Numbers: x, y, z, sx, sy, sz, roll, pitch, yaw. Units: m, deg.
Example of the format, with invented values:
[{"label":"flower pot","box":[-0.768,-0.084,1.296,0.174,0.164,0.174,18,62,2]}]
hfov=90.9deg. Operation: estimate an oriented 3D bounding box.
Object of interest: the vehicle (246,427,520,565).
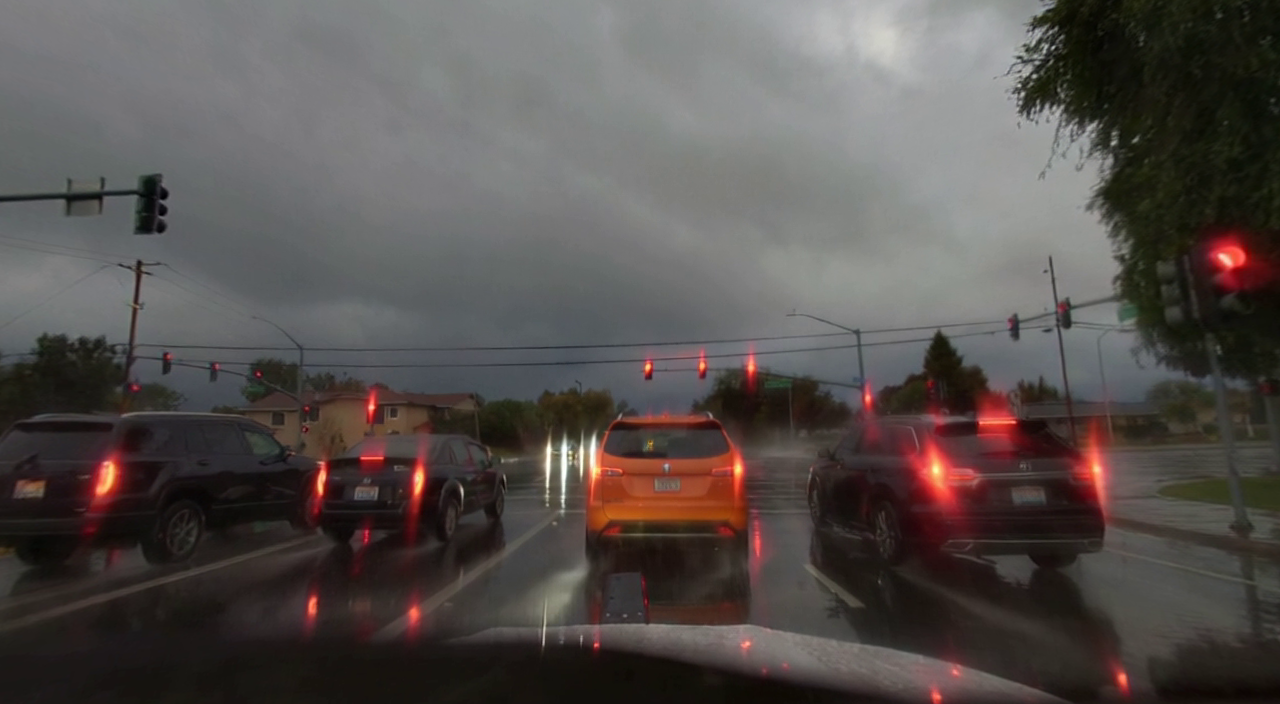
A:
[{"label":"vehicle","box":[-3.236,1.887,9.104,1.885,1.475,4.359,-1,-8,4]}]

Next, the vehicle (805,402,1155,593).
[{"label":"vehicle","box":[3.530,1.587,7.746,2.047,1.638,4.395,-1,-8,4]}]

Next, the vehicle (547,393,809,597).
[{"label":"vehicle","box":[0.396,1.515,7.488,2.198,1.708,4.170,0,-8,2]}]

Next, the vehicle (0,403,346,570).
[{"label":"vehicle","box":[-6.634,1.816,9.321,2.075,1.796,4.785,0,-8,2]}]
